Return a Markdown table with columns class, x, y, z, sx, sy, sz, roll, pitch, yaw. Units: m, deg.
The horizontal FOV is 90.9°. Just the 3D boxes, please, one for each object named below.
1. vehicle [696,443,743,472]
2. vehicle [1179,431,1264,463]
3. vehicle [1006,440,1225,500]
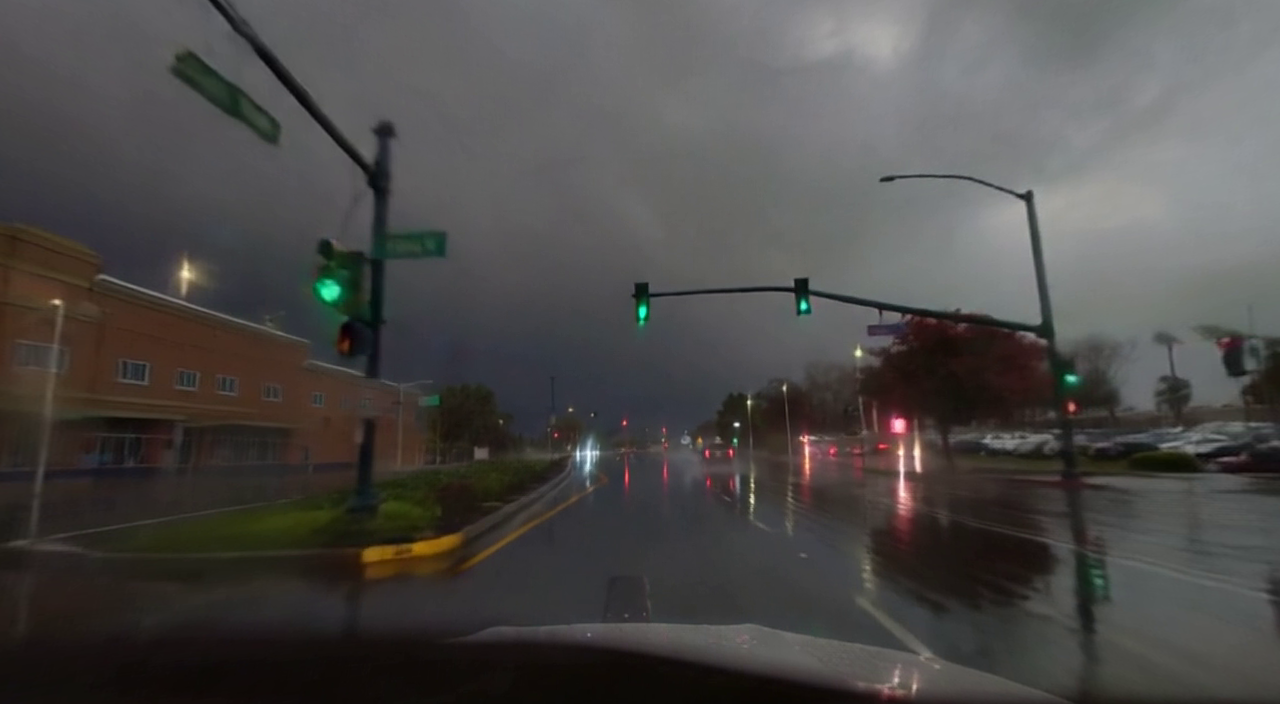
| class | x | y | z | sx | sy | sz | roll | pitch | yaw |
| --- | --- | --- | --- | --- | --- | --- | --- | --- | --- |
| vehicle | 4.362 | 5.854 | 35.176 | 2.038 | 1.528 | 4.259 | 0 | -8 | 0 |
| vehicle | 34.809 | 5.665 | 37.938 | 2.013 | 1.505 | 5.690 | -8 | -8 | 25 |
| vehicle | 13.051 | 3.194 | 17.515 | 4.581 | 1.434 | 1.893 | -8 | -11 | 41 |
